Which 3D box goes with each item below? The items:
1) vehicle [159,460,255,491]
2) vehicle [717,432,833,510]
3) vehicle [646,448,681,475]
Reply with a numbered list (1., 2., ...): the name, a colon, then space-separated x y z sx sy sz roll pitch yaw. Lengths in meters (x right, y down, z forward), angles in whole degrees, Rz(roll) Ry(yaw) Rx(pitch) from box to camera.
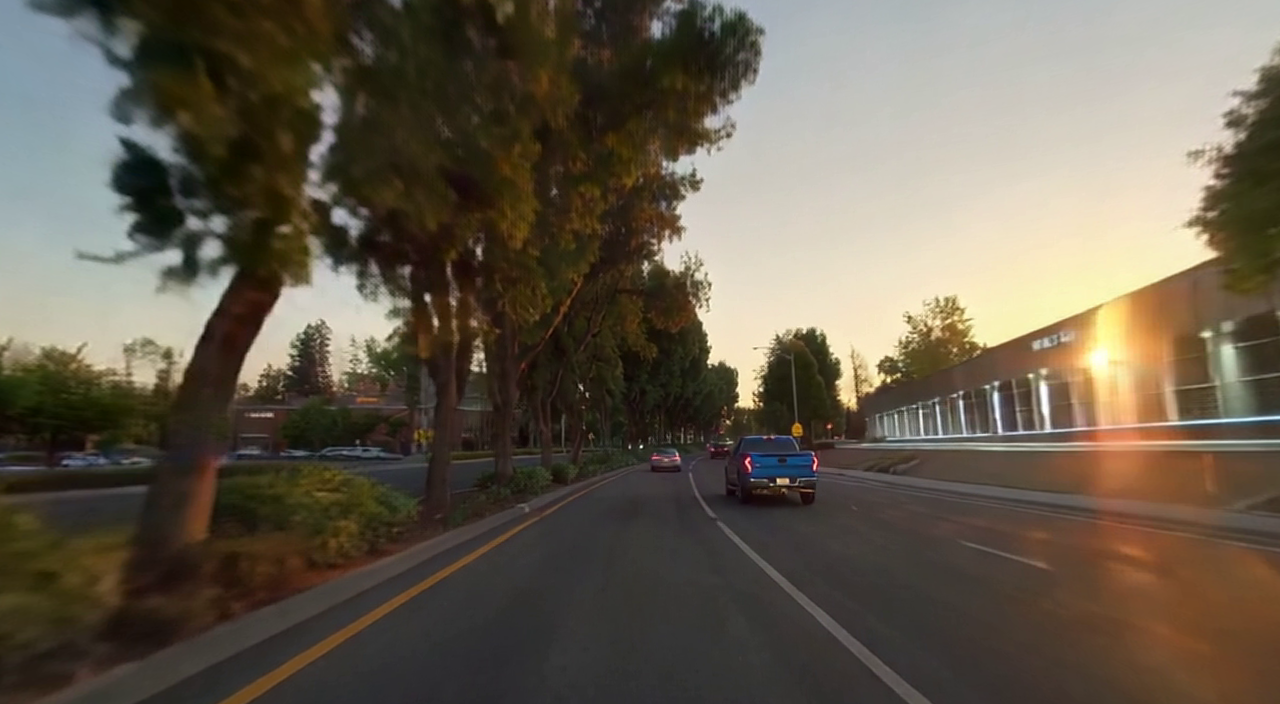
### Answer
1. vehicle: -24.008 6.835 35.150 1.890 1.519 4.431 0 -9 6
2. vehicle: 3.738 3.408 18.716 2.367 1.919 5.651 0 -8 2
3. vehicle: 1.491 6.567 38.116 1.968 1.521 4.262 0 -8 4
